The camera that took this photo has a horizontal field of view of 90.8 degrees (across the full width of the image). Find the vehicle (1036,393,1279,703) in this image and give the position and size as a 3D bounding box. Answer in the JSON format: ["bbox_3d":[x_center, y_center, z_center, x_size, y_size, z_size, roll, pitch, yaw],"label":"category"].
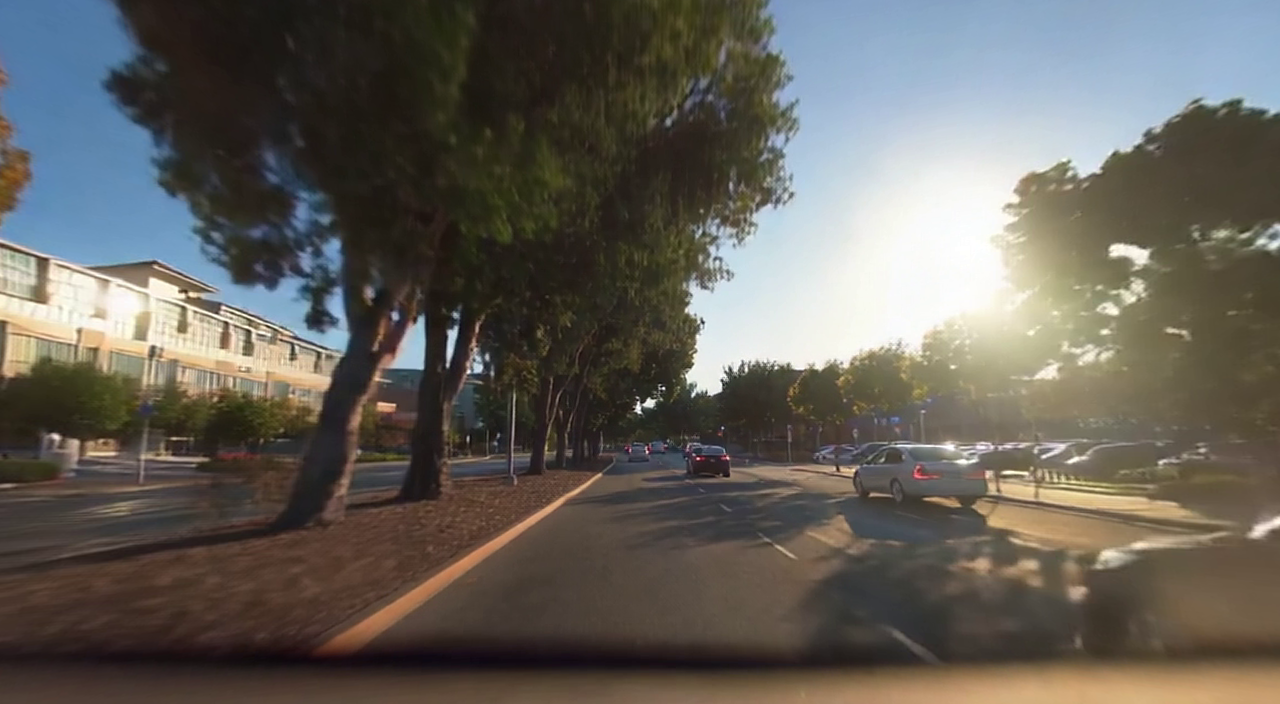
[{"bbox_3d":[3.389,0.801,1.648,2.034,1.496,4.040,0,-9,-1],"label":"vehicle"}]

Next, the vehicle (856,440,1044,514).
[{"bbox_3d":[7.207,2.933,15.410,2.098,1.507,4.655,0,-9,-2],"label":"vehicle"}]

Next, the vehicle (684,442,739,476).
[{"bbox_3d":[3.388,5.164,30.780,1.953,1.514,4.672,0,-9,-2],"label":"vehicle"}]

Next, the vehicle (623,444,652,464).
[{"bbox_3d":[-0.246,7.739,48.129,2.095,1.456,3.873,0,-9,-1],"label":"vehicle"}]
